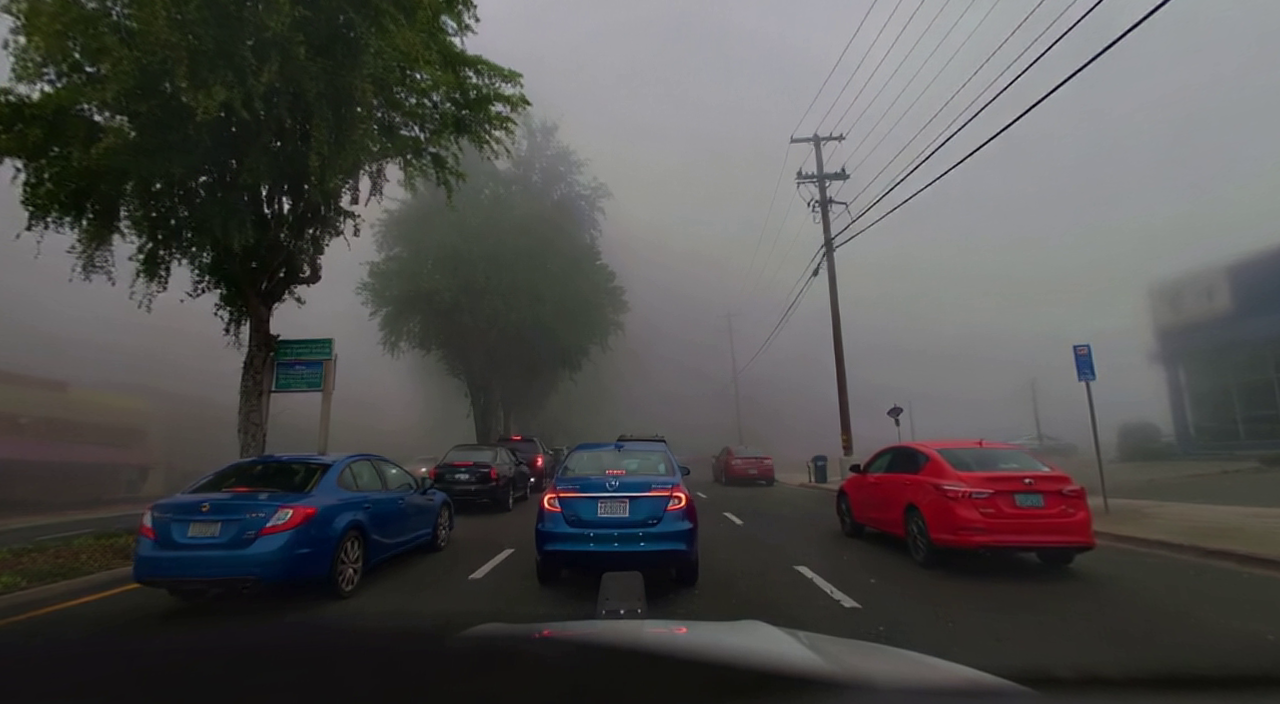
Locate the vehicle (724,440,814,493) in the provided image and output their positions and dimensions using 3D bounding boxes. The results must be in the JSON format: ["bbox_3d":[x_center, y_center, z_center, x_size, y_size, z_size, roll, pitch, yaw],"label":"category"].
[{"bbox_3d":[3.823,3.465,19.492,1.876,1.456,4.025,0,-9,-1],"label":"vehicle"}]

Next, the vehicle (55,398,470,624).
[{"bbox_3d":[-3.436,1.519,6.983,1.979,1.697,4.254,0,-9,-1],"label":"vehicle"}]

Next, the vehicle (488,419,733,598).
[{"bbox_3d":[-0.308,1.631,7.401,2.097,1.511,3.809,0,-9,-2],"label":"vehicle"}]

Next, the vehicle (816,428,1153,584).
[{"bbox_3d":[3.914,1.802,8.275,1.909,1.473,4.361,0,-9,-1],"label":"vehicle"}]
